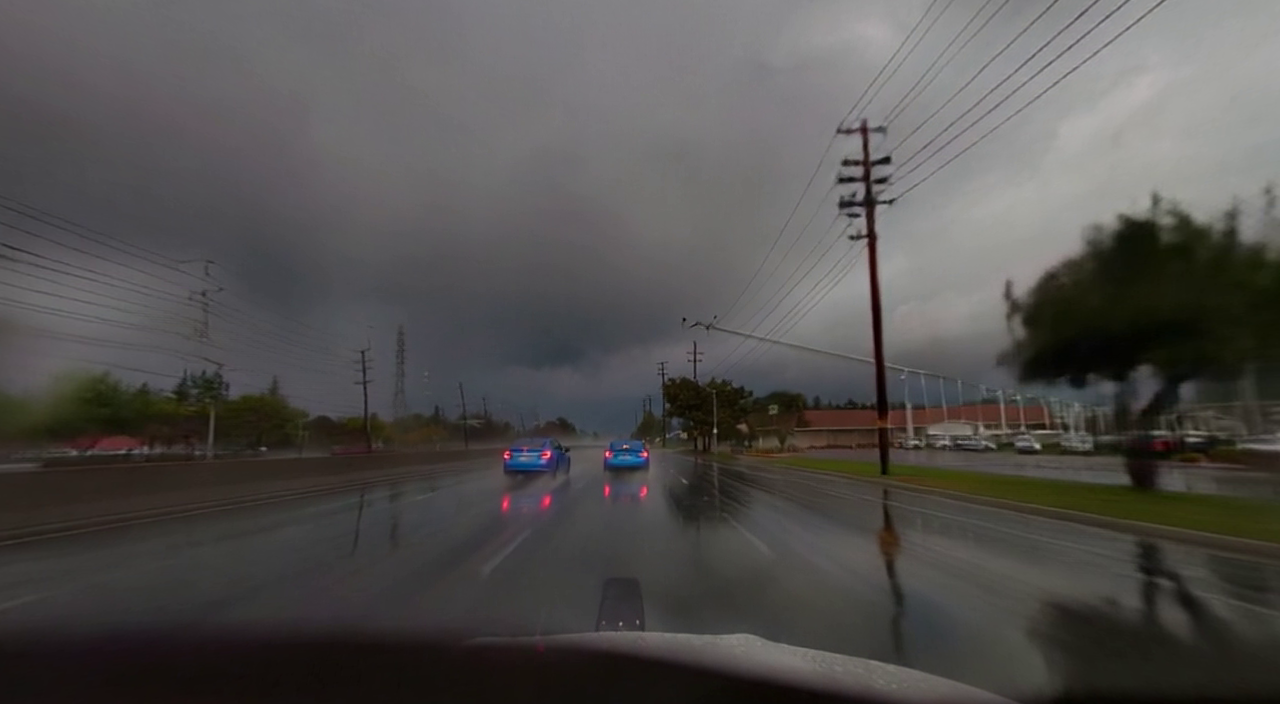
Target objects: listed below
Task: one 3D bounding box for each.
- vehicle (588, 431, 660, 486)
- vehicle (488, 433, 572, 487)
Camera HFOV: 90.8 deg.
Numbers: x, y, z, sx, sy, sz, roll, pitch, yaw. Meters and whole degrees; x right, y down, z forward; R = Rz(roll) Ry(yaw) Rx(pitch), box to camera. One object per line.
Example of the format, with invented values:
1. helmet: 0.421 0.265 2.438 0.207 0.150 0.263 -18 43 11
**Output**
1. vehicle: -0.501 3.583 21.544 2.189 1.652 4.135 0 -8 0
2. vehicle: -3.613 3.660 21.725 1.985 1.607 4.892 0 -8 1
